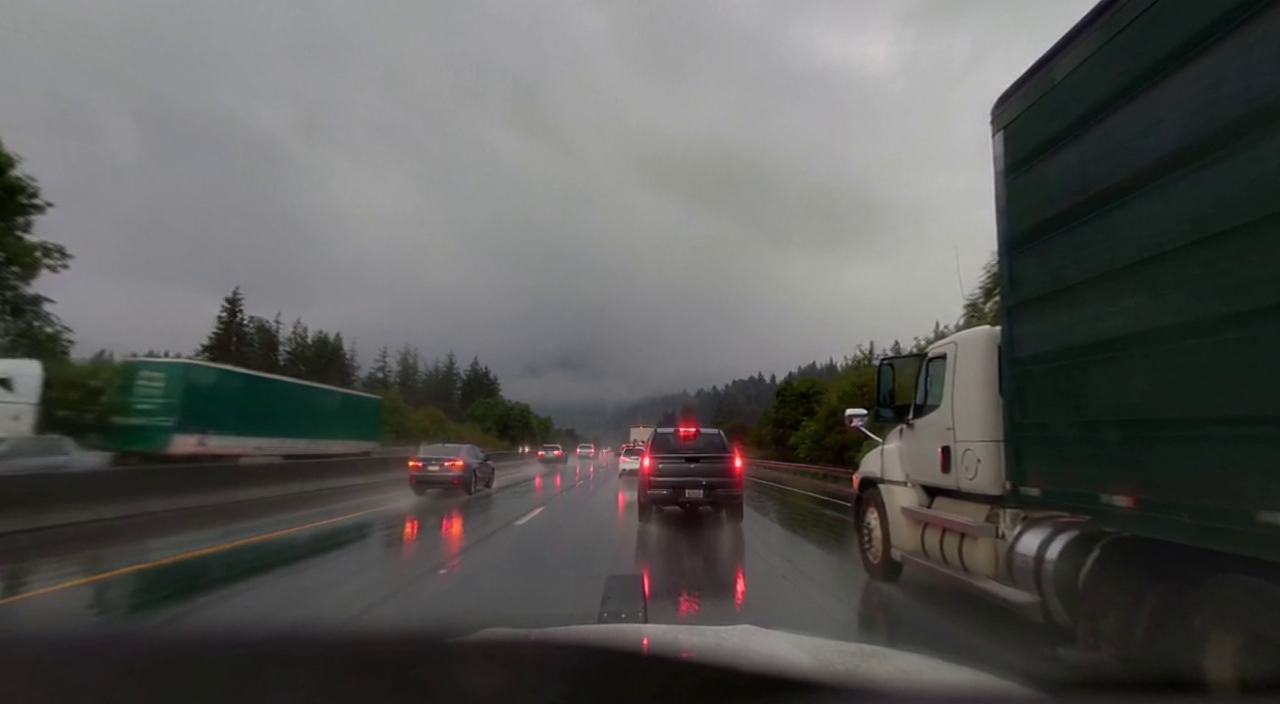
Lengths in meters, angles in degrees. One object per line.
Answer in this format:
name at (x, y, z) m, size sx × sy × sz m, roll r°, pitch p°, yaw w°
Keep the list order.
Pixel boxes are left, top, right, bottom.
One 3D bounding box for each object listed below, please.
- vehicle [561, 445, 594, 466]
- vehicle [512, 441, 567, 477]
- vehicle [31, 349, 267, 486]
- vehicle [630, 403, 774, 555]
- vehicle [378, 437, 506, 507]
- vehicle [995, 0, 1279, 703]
vehicle at (-4.442, 7.464, 45.418) m, size 1.857 × 1.423 × 3.920 m, roll 0°, pitch -9°, yaw 1°
vehicle at (-4.687, 5.050, 29.976) m, size 1.855 × 1.527 × 4.209 m, roll 0°, pitch -9°, yaw 1°
vehicle at (-15.942, 2.315, 21.211) m, size 2.946 × 3.934 × 5.884 m, roll 0°, pitch -9°, yaw 0°
vehicle at (0.777, 1.923, 10.084) m, size 1.825 × 1.920 × 3.960 m, roll 0°, pitch -9°, yaw 0°
vehicle at (-4.747, 2.922, 15.751) m, size 1.867 × 1.489 × 3.829 m, roll 0°, pitch -9°, yaw 1°
vehicle at (3.803, 0.039, 2.618) m, size 2.141 × 3.473 × 4.217 m, roll -1°, pitch -9°, yaw 2°
